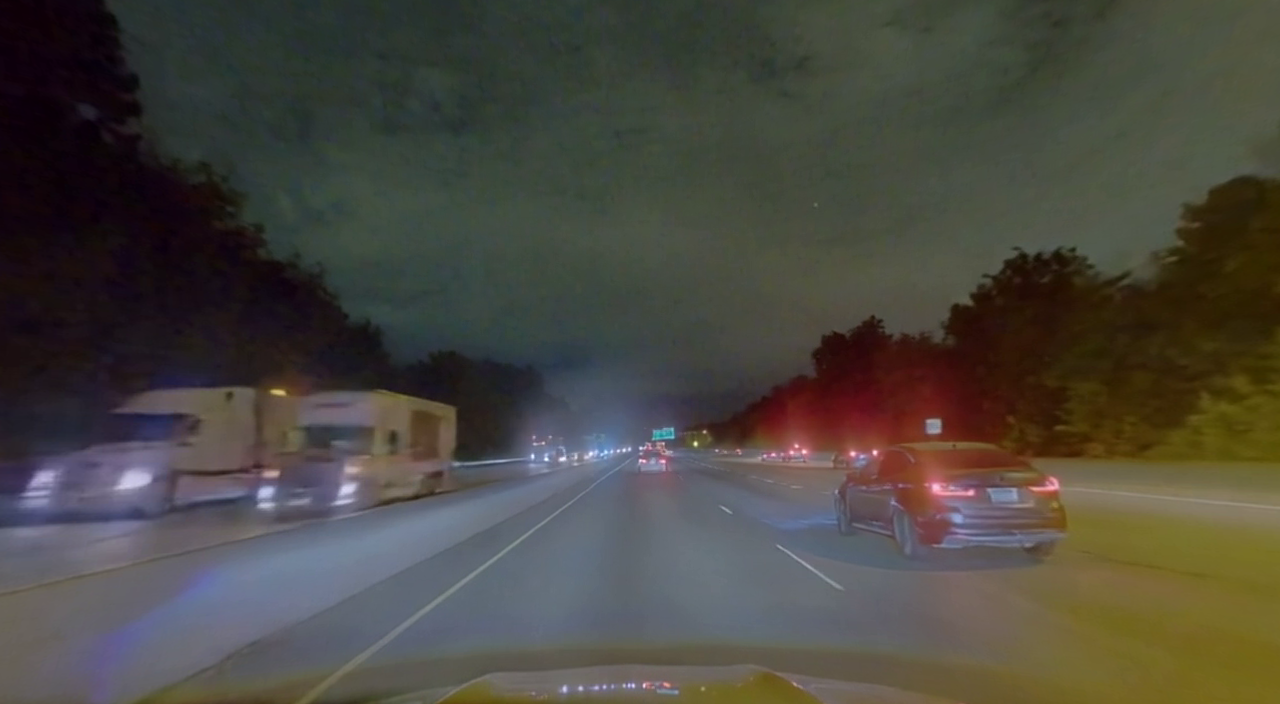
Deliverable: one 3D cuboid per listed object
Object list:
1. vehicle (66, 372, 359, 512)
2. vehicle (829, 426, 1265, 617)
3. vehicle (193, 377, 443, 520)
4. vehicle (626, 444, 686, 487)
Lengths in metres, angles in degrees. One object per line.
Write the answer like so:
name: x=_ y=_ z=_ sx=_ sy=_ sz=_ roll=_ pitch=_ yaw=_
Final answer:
vehicle: x=-15.062 y=3.511 z=24.295 sx=2.945 sy=4.037 sz=11.797 roll=0 pitch=-9 yaw=0
vehicle: x=3.854 y=1.664 z=7.154 sx=2.029 sy=1.475 sz=4.279 roll=0 pitch=-9 yaw=-1
vehicle: x=-7.828 y=2.564 z=16.840 sx=2.687 sy=2.948 sz=7.422 roll=0 pitch=-9 yaw=0
vehicle: x=0.585 y=4.422 z=24.839 sx=2.177 sy=1.520 sz=4.278 roll=0 pitch=-9 yaw=0
